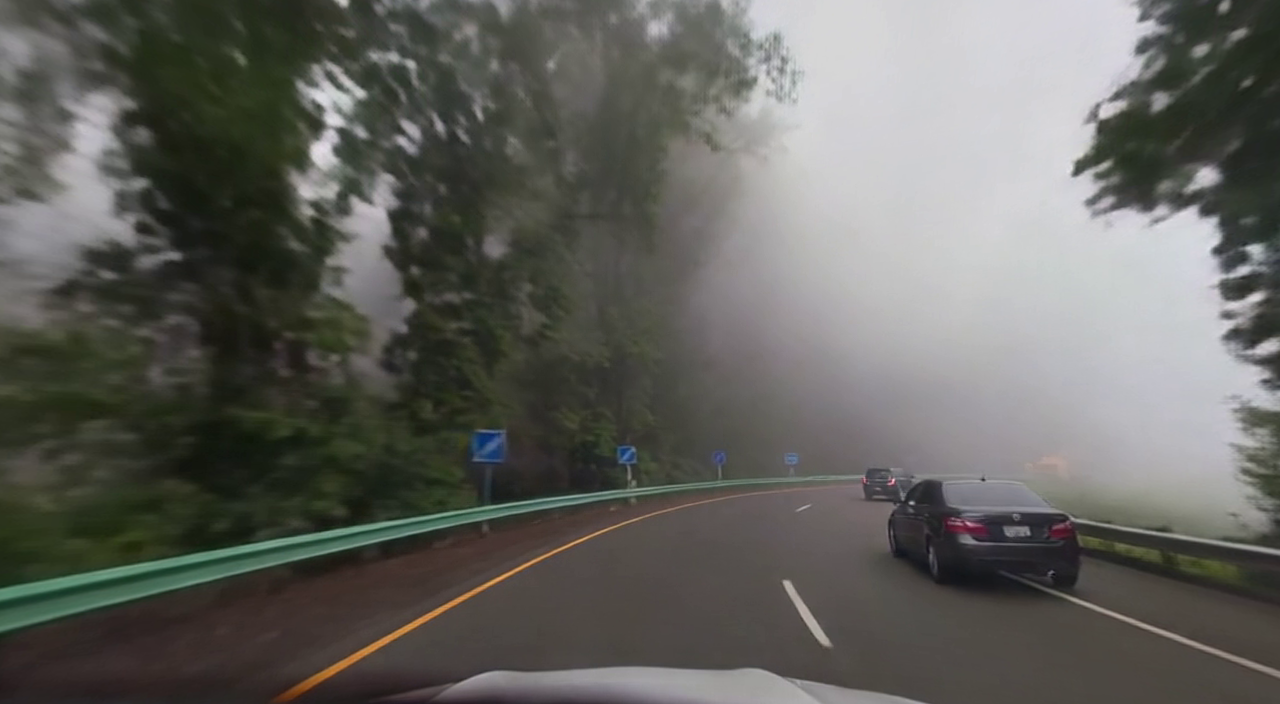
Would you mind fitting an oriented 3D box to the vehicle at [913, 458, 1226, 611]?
[{"bbox_3d":[5.600,2.370,9.046,2.023,1.593,4.105,-1,-10,8],"label":"vehicle"}]

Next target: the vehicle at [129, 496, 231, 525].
[{"bbox_3d":[-30.024,10.343,41.326,5.016,1.655,1.850,6,-11,-26],"label":"vehicle"}]

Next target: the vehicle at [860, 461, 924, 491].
[{"bbox_3d":[13.748,6.746,34.267,1.992,1.503,3.793,-8,-14,40],"label":"vehicle"}]
